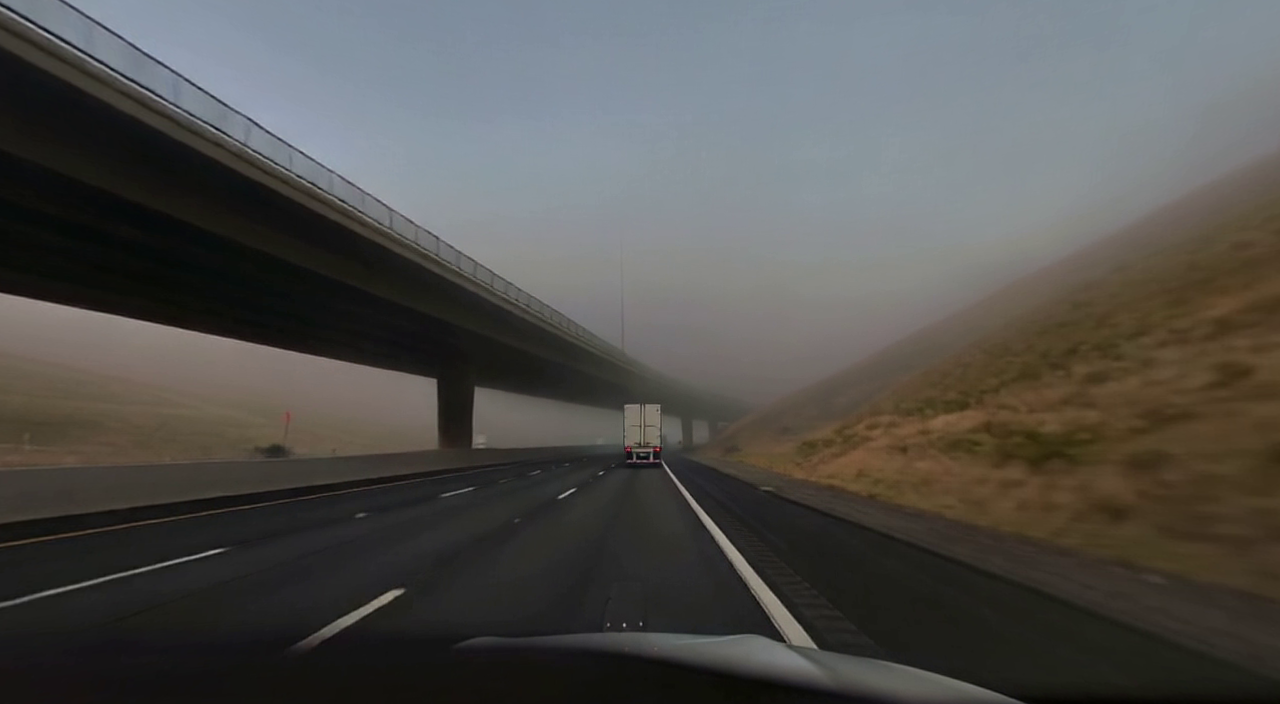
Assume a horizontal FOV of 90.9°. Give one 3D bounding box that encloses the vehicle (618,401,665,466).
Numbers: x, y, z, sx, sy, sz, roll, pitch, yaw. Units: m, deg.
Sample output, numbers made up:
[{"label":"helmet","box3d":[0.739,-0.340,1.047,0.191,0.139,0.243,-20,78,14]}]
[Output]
[{"label":"vehicle","box3d":[0.049,5.879,44.830,2.866,4.014,11.261,0,-8,-1]}]
